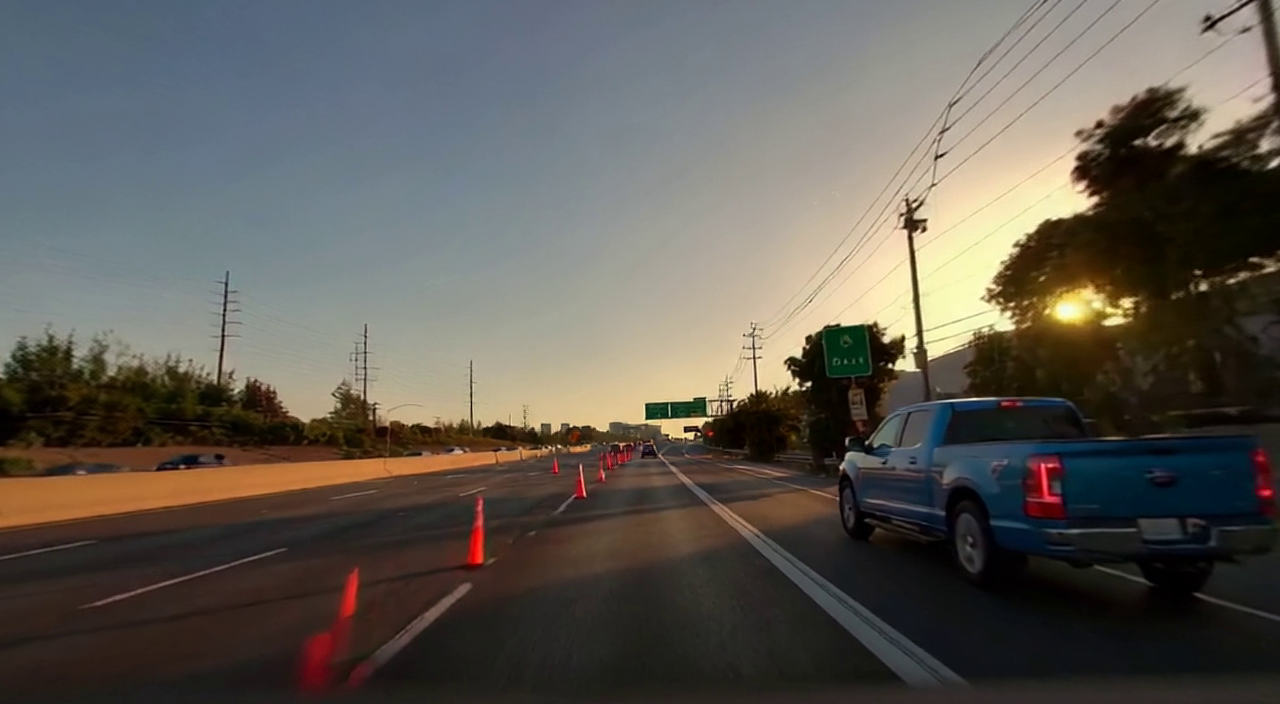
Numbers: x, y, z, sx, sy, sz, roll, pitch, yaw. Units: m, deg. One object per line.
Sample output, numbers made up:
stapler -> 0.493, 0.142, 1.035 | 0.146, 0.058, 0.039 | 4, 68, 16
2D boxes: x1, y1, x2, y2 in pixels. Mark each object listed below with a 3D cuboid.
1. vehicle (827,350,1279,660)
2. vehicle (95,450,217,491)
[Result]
vehicle -> 3.817, 1.275, 6.457 | 2.186, 1.840, 5.289 | 0, -8, 0
vehicle -> -24.014, 5.850, 31.608 | 1.932, 1.767, 5.179 | 0, -8, 1
